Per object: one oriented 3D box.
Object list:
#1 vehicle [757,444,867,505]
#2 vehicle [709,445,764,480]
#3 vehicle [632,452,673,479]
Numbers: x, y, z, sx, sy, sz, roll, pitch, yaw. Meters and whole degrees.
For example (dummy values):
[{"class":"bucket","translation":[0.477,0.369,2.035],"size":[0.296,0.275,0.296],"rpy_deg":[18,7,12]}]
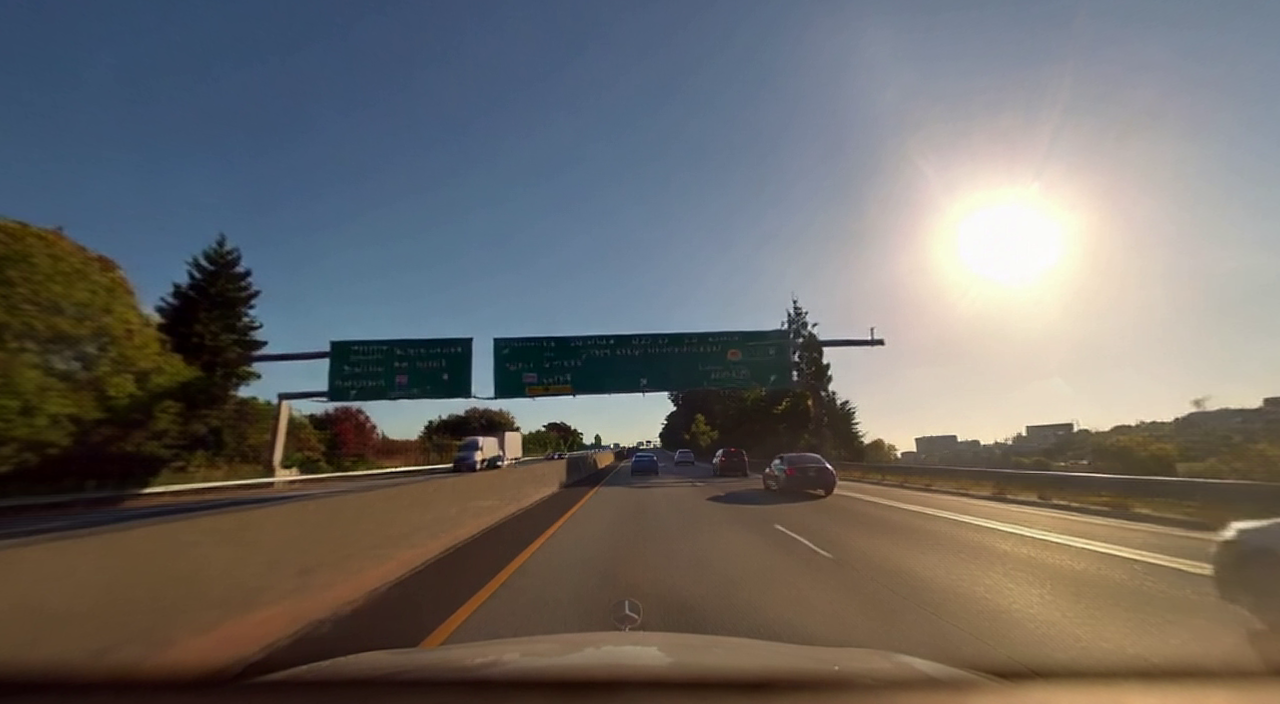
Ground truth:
[{"class":"vehicle","translation":[4.658,3.373,17.688],"size":[1.952,1.495,3.740],"rpy_deg":[0,-9,-1]},{"class":"vehicle","translation":[4.709,5.477,31.469],"size":[1.969,1.639,4.472],"rpy_deg":[0,-9,-1]},{"class":"vehicle","translation":[0.613,5.953,33.300],"size":[2.012,1.320,3.777],"rpy_deg":[0,-9,0]}]
